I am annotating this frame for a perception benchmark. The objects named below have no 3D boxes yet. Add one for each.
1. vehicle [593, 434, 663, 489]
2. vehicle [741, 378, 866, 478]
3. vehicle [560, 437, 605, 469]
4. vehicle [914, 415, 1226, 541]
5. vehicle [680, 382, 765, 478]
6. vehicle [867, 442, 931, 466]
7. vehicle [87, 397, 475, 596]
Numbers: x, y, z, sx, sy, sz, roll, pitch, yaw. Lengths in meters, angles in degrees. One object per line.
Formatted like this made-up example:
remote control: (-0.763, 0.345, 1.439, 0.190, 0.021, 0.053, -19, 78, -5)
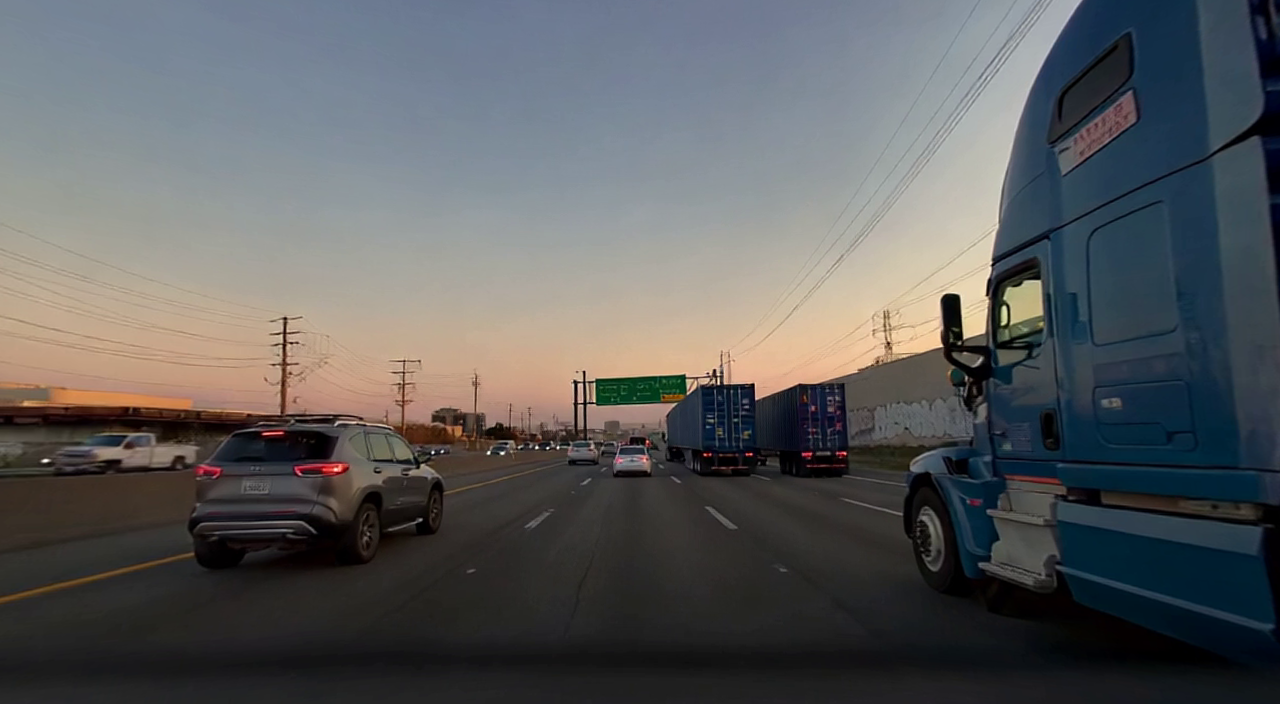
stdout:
vehicle: (-0.388, 3.736, 21.836, 2.191, 1.685, 4.015, 0, -9, -1)
vehicle: (7.663, 4.046, 32.097, 2.868, 4.017, 12.827, 0, -9, 0)
vehicle: (-3.484, 6.267, 39.193, 2.243, 1.820, 4.473, 0, -9, 1)
vehicle: (6.989, 2.100, 11.142, 2.202, 1.731, 4.628, 0, -9, 0)
vehicle: (3.902, 4.264, 33.280, 2.800, 4.039, 13.179, 0, -9, 0)
vehicle: (19.450, 7.697, 47.832, 2.470, 1.666, 6.285, -1, -9, 3)
vehicle: (-3.891, 1.666, 8.140, 2.264, 1.804, 4.584, 0, -9, 0)
